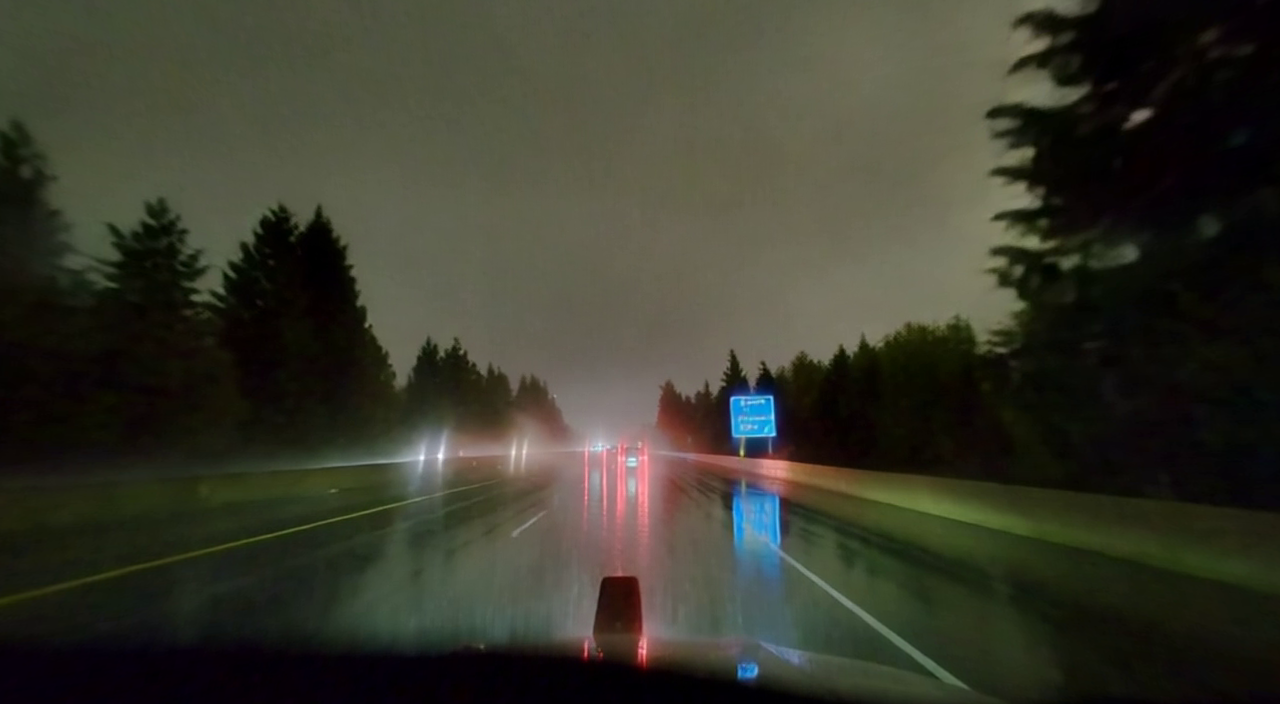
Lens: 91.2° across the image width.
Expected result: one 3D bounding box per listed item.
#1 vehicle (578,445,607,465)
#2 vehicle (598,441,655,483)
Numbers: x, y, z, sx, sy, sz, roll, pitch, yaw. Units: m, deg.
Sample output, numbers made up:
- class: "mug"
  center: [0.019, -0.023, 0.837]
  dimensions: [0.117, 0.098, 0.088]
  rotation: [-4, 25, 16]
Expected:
- class: "vehicle"
  center: [-3.696, 8.113, 49.330]
  dimensions: [1.994, 1.470, 3.752]
  rotation: [-1, -9, 0]
- class: "vehicle"
  center: [-0.502, 4.345, 24.935]
  dimensions: [2.066, 1.490, 3.759]
  rotation: [-1, -9, 0]
